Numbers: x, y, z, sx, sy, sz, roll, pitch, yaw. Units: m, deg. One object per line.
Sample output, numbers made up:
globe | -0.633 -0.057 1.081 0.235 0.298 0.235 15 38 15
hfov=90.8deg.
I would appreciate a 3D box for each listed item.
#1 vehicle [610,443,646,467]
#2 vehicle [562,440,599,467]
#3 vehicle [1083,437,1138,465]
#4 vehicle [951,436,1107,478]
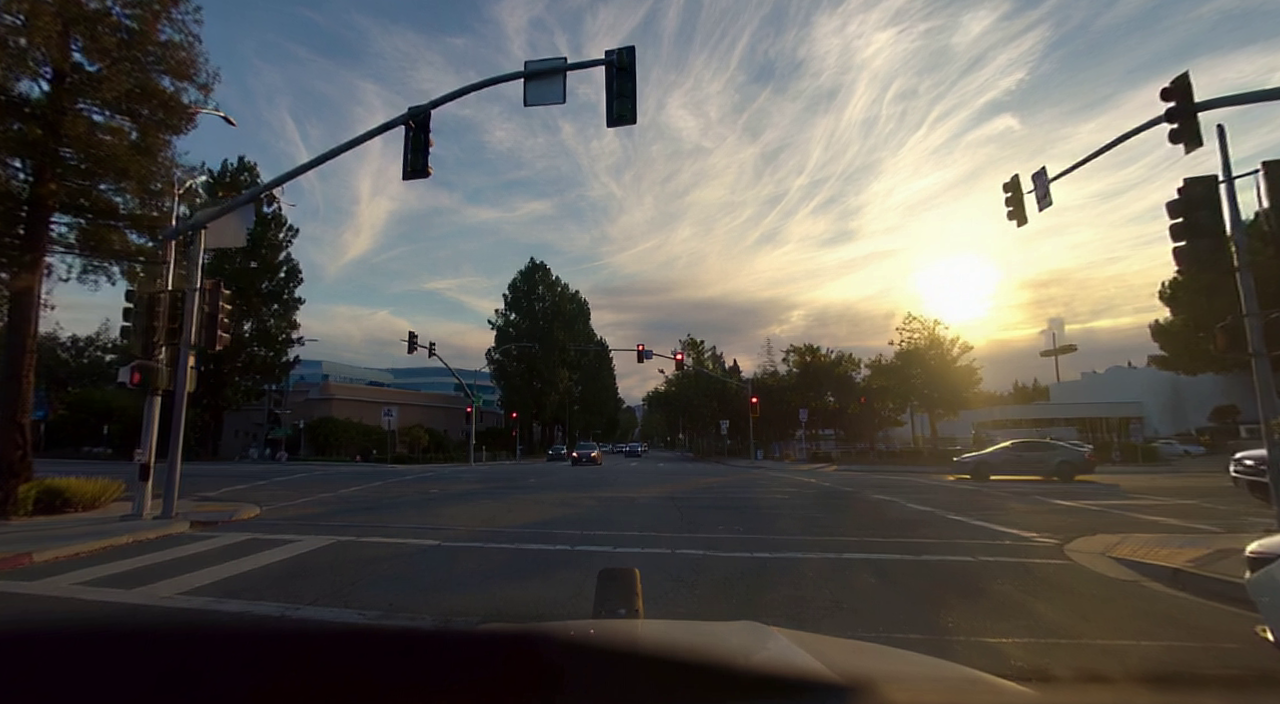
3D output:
vehicle | -0.873 6.852 42.128 2.056 1.492 3.937 1 -9 -6
vehicle | -4.114 7.104 44.251 2.251 1.756 4.610 0 -9 -2
vehicle | 26.969 5.654 36.141 2.092 1.474 4.046 -8 -11 41
vehicle | 14.601 3.988 24.024 4.588 1.484 2.000 -3 -9 14
